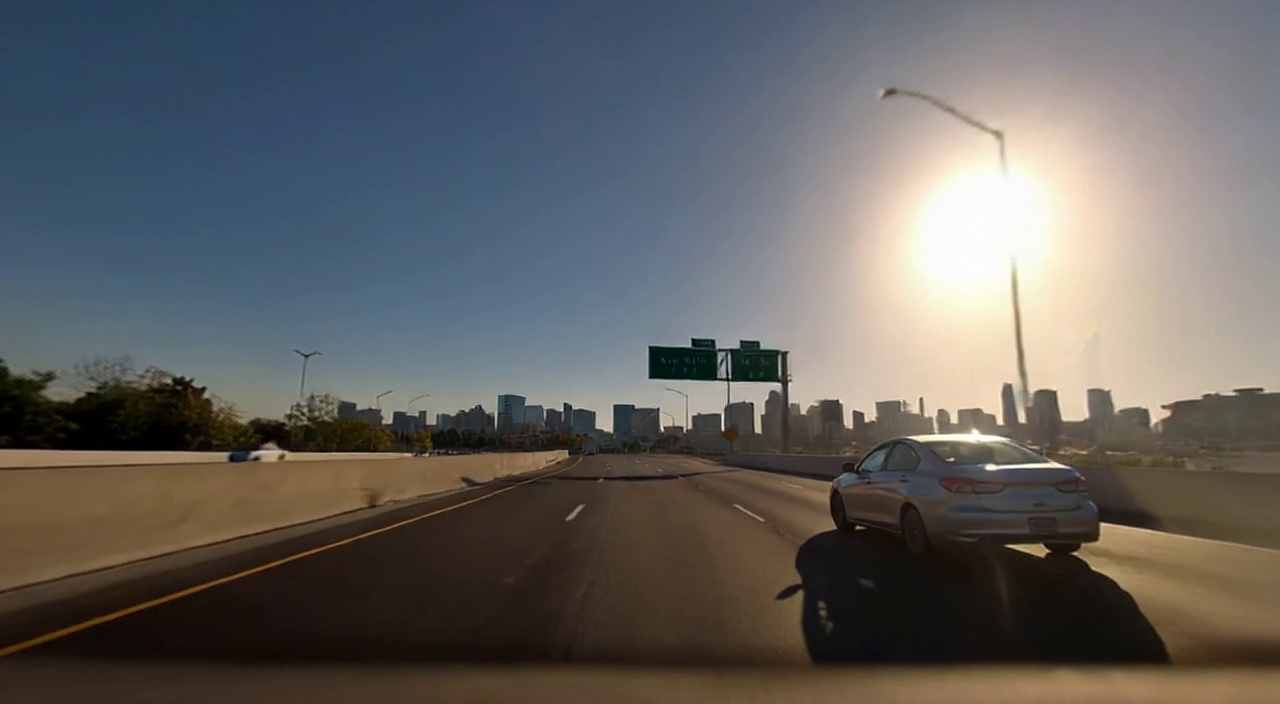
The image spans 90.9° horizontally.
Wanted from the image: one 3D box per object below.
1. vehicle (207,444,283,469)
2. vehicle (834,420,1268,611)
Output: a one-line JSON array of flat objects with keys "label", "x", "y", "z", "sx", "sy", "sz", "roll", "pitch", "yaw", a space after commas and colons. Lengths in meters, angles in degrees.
[{"label": "vehicle", "x": -26.372, "y": 6.994, "z": 42.337, "sx": 1.923, "sy": 1.536, "sz": 4.887, "roll": 0, "pitch": -8, "yaw": 0}, {"label": "vehicle", "x": 4.182, "y": 1.707, "z": 7.696, "sx": 2.104, "sy": 1.575, "sz": 4.698, "roll": 0, "pitch": -8, "yaw": 0}]
